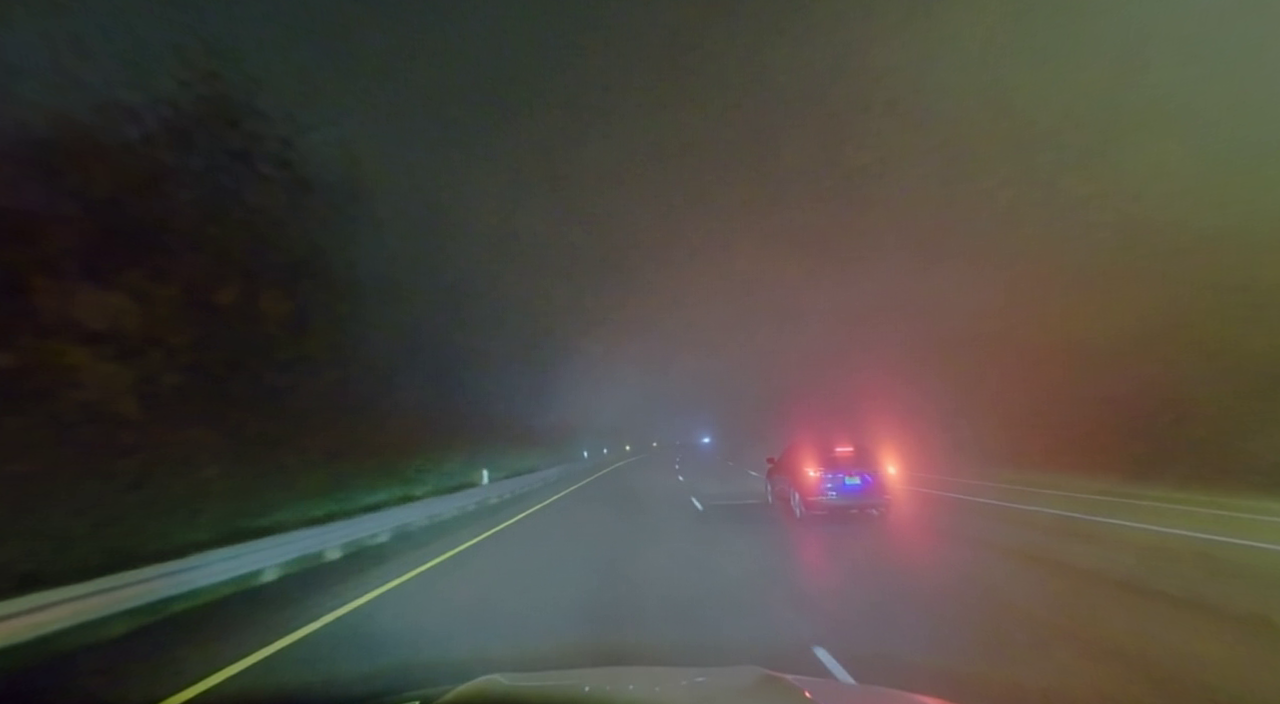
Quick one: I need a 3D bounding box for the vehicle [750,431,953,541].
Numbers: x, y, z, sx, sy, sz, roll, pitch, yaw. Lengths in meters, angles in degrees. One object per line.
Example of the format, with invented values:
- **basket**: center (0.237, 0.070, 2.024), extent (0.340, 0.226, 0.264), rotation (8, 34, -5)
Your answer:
- **vehicle**: center (3.413, 2.242, 11.239), extent (2.050, 1.546, 4.344), rotation (0, -8, -1)
